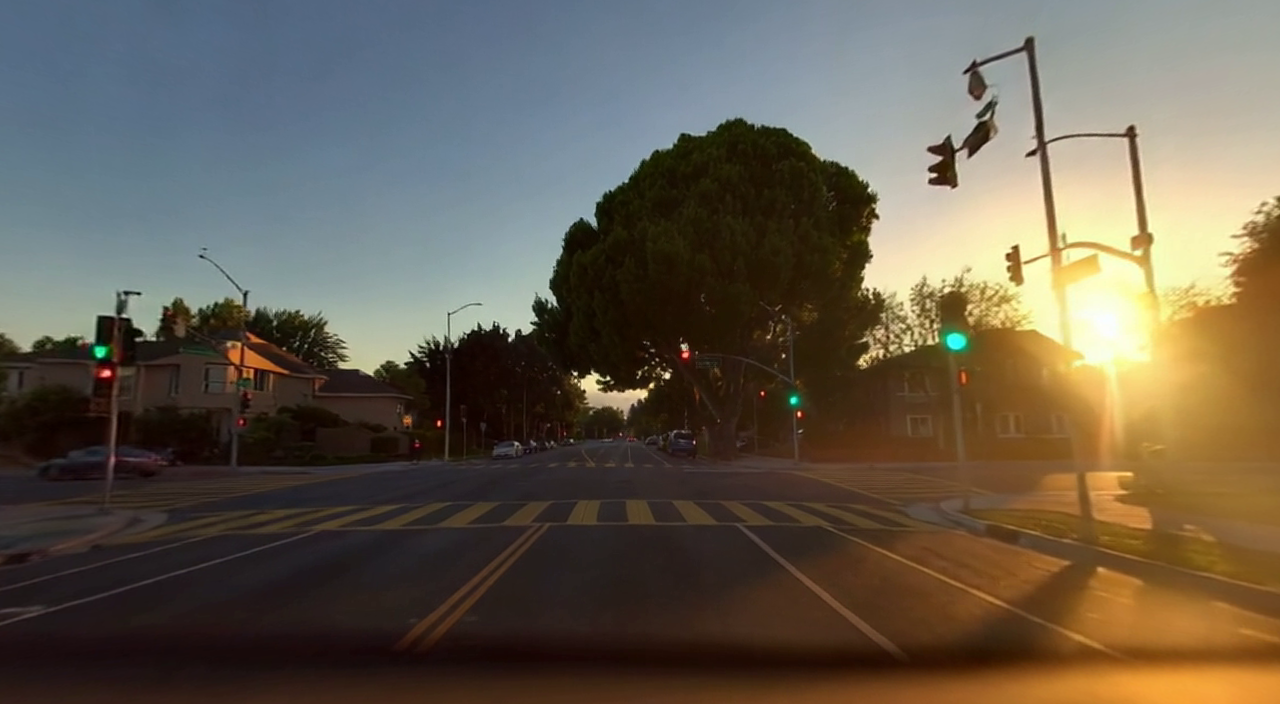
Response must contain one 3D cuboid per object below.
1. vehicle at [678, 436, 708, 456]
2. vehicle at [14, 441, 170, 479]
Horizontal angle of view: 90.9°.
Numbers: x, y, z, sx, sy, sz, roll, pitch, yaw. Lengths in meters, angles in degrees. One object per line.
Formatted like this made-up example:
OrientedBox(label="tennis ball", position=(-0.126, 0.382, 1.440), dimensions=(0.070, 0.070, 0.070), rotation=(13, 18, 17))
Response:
OrientedBox(label="vehicle", position=(4.110, 7.430, 49.676), dimensions=(1.987, 1.466, 4.389), rotation=(0, -8, 0))
OrientedBox(label="vehicle", position=(-22.582, 4.442, 26.097), dimensions=(4.606, 1.452, 1.917), rotation=(0, -8, -1))
